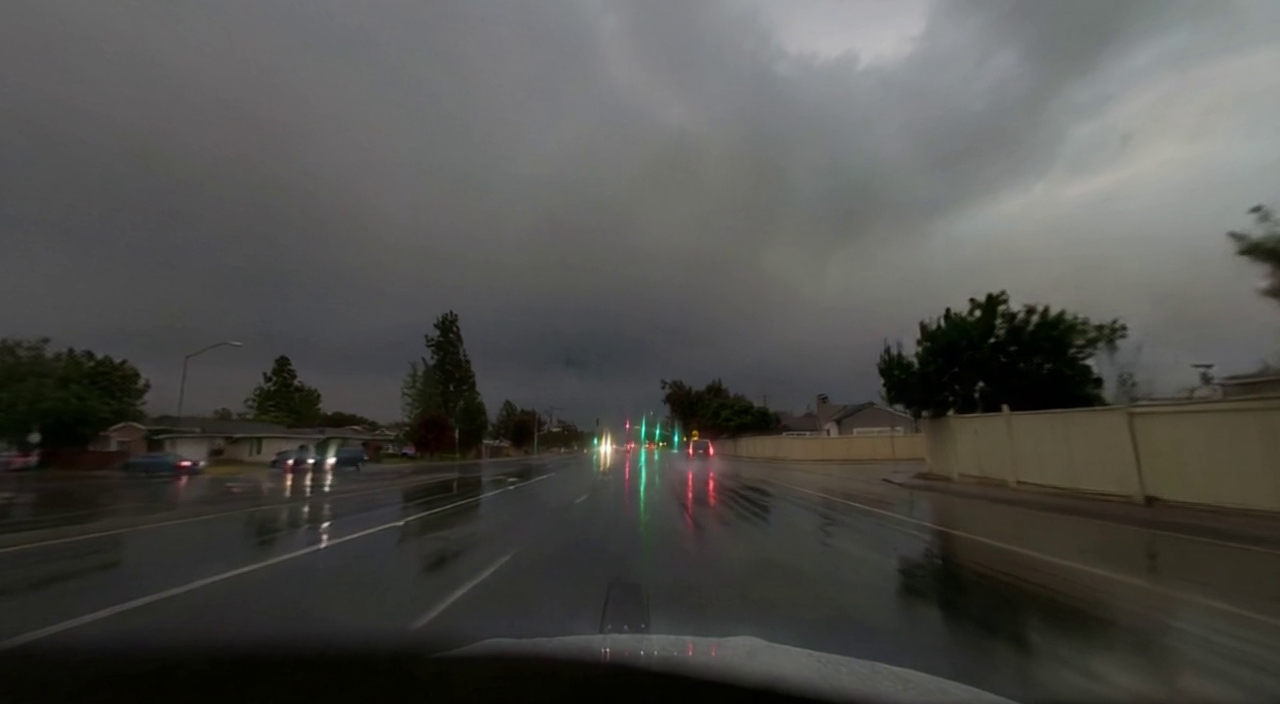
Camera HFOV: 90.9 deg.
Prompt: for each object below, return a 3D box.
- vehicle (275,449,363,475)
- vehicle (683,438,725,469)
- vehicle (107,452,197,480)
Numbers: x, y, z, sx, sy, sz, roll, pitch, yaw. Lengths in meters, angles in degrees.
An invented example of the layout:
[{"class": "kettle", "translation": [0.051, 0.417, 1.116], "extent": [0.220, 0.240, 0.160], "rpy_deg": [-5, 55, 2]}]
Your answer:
[{"class": "vehicle", "translation": [-19.651, 6.733, 38.730], "extent": [4.351, 1.489, 1.890], "rpy_deg": [0, -8, -1]}, {"class": "vehicle", "translation": [3.960, 6.345, 39.529], "extent": [2.114, 1.780, 4.445], "rpy_deg": [0, -8, 0]}, {"class": "vehicle", "translation": [-27.811, 6.478, 35.943], "extent": [4.317, 1.476, 1.910], "rpy_deg": [-3, -9, 19]}]
